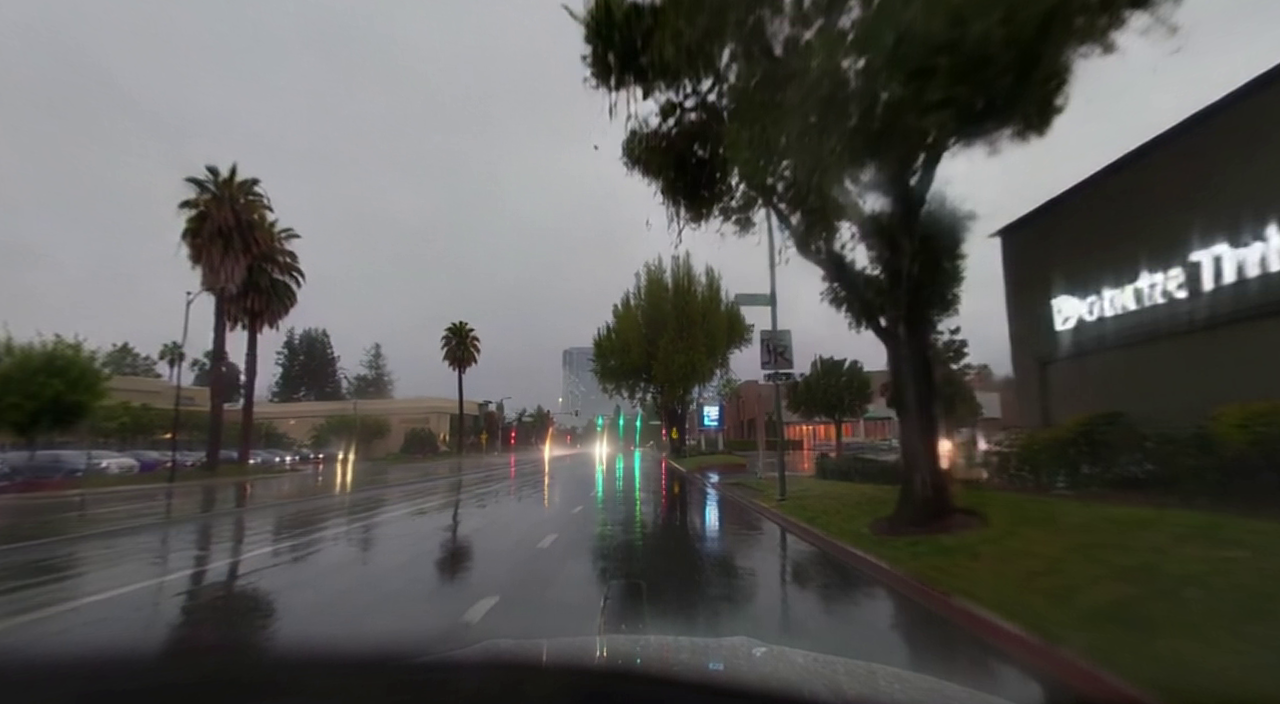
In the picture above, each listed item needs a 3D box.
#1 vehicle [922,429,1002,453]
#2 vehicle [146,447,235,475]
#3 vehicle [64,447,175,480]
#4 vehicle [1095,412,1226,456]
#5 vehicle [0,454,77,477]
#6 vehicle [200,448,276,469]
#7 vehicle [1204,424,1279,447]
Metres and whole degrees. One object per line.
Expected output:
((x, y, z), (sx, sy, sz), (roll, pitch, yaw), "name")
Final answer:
((25.226, 7.014, 49.356), (5.117, 1.813, 2.052), (0, -8, 0), "vehicle")
((-29.456, 7.155, 41.229), (4.463, 1.497, 1.889), (-4, -9, 0), "vehicle")
((-29.586, 6.356, 35.812), (4.293, 1.529, 2.347), (-4, -9, 0), "vehicle")
((31.552, 4.997, 38.223), (5.779, 2.547, 2.437), (0, -8, -2), "vehicle")
((-42.855, 7.975, 44.263), (4.490, 1.495, 1.922), (0, -8, 2), "vehicle")
((-29.813, 7.910, 46.624), (4.310, 1.533, 1.917), (0, -8, 2), "vehicle")
((45.325, 6.210, 46.620), (4.663, 1.553, 2.272), (-1, -9, -1), "vehicle")
